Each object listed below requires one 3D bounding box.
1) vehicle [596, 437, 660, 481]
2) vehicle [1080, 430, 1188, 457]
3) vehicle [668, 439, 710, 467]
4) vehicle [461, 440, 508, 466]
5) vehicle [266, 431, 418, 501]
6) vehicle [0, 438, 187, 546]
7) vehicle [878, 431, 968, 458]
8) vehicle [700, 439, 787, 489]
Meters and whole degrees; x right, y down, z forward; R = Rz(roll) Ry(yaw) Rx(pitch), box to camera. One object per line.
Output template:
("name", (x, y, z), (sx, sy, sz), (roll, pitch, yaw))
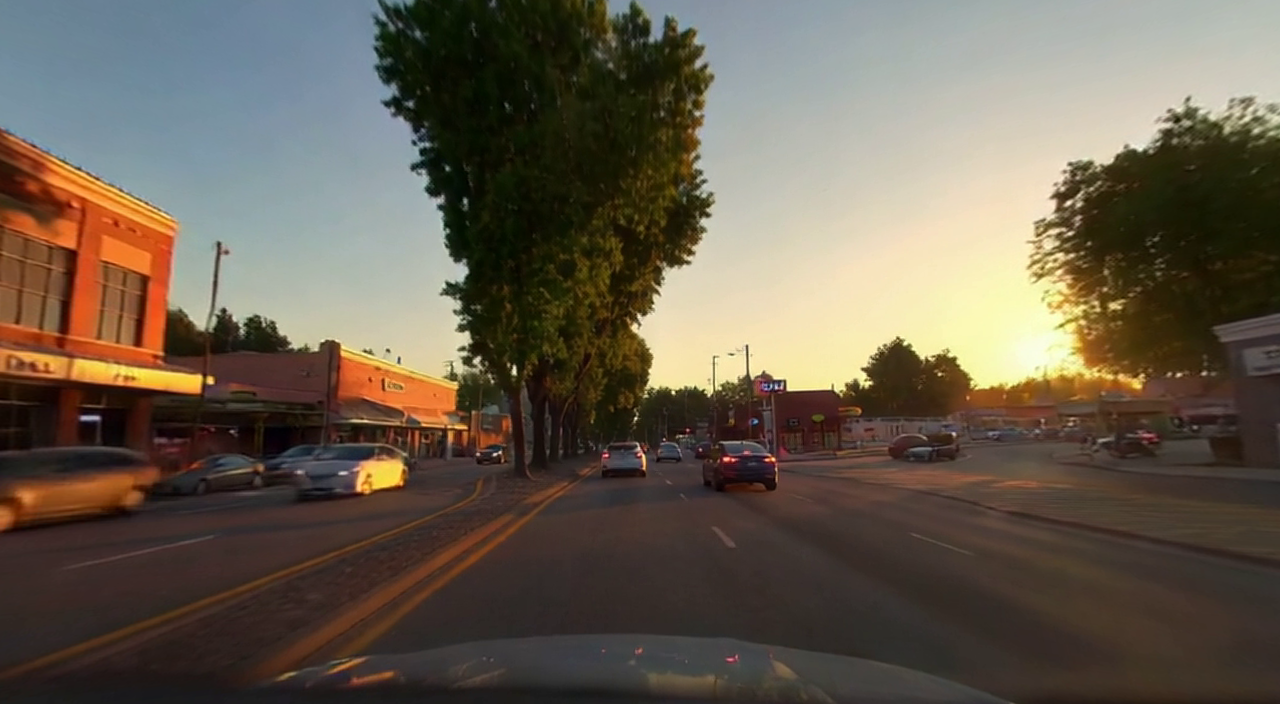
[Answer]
("vehicle", (-0.463, 4.071, 24.351), (2.232, 1.508, 4.319), (0, -8, -1))
("vehicle", (27.823, 5.171, 35.714), (4.478, 1.450, 1.968), (0, -8, -3))
("vehicle", (2.825, 5.944, 37.313), (2.098, 1.527, 3.966), (0, -8, -2))
("vehicle", (-11.365, 7.407, 46.591), (2.233, 1.799, 4.700), (0, -8, 0))
("vehicle", (-8.323, 3.211, 18.246), (2.273, 1.748, 4.379), (0, -8, -1))
("vehicle", (-11.113, 2.491, 11.900), (1.997, 1.677, 4.327), (0, -8, -1))
("vehicle", (18.981, 6.223, 42.573), (4.948, 1.733, 2.296), (0, -8, -2))
("vehicle", (3.298, 3.647, 21.025), (2.060, 1.471, 4.168), (0, -8, -2))
